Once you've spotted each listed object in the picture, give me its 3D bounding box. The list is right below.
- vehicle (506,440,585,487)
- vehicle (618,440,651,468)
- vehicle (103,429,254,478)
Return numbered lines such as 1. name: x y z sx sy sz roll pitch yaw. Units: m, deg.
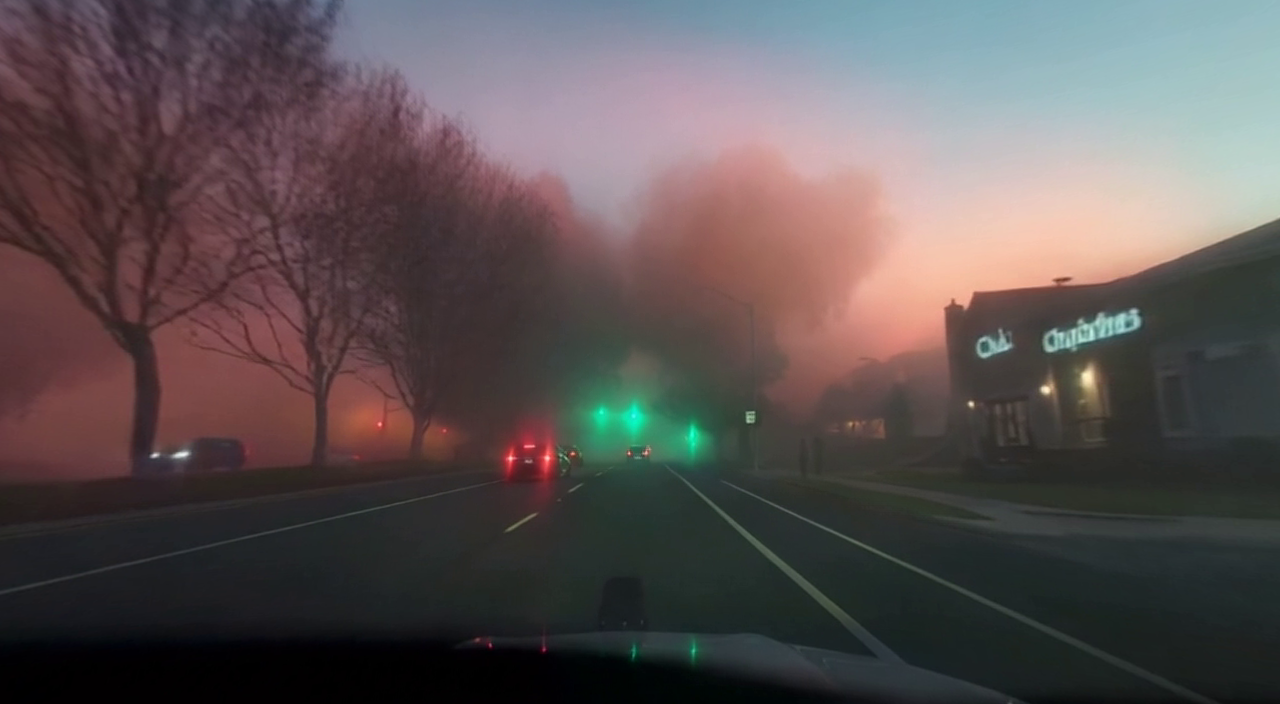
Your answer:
1. vehicle: -3.223 3.894 22.395 2.015 1.470 4.458 0 -8 1
2. vehicle: -0.360 6.987 43.368 2.153 1.764 4.047 0 -8 0
3. vehicle: -20.523 4.540 28.476 2.226 1.987 5.777 0 -8 3
